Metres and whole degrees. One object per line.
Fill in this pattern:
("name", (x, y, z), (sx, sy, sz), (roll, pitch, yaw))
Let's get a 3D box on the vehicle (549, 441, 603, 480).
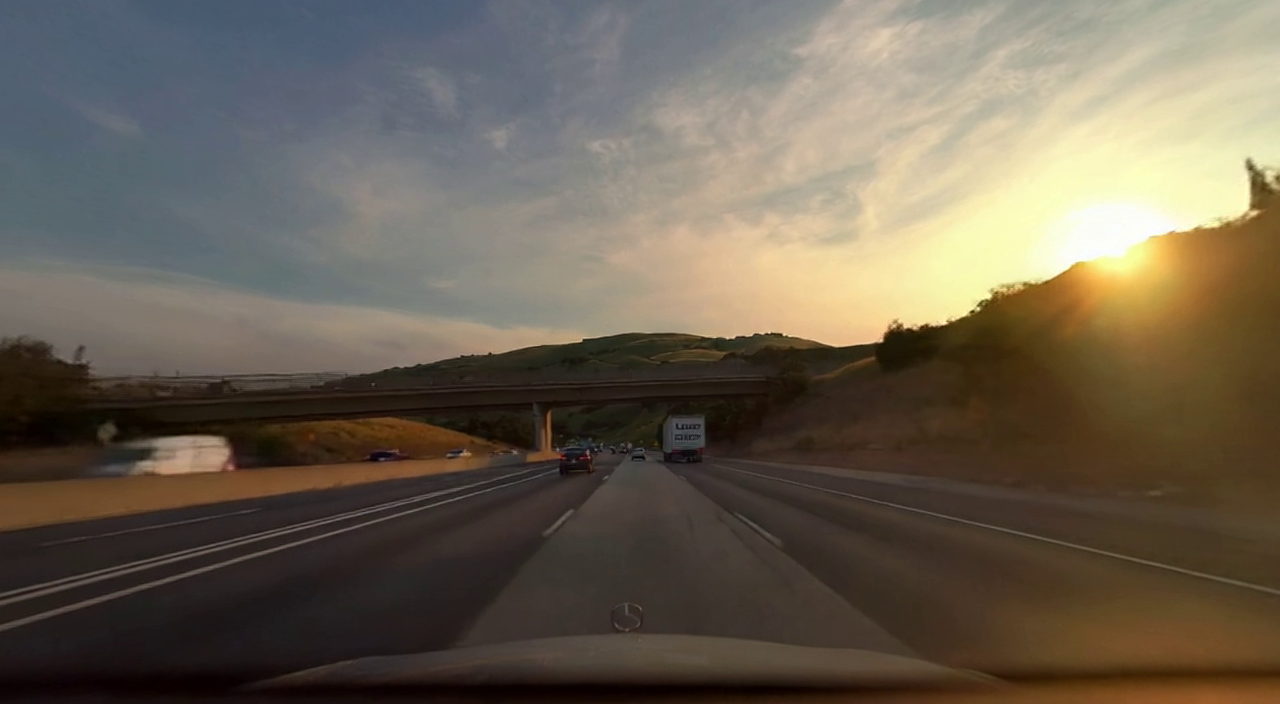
("vehicle", (-2.925, 5.084, 29.717), (2.052, 1.654, 4.303), (0, -9, 1))
